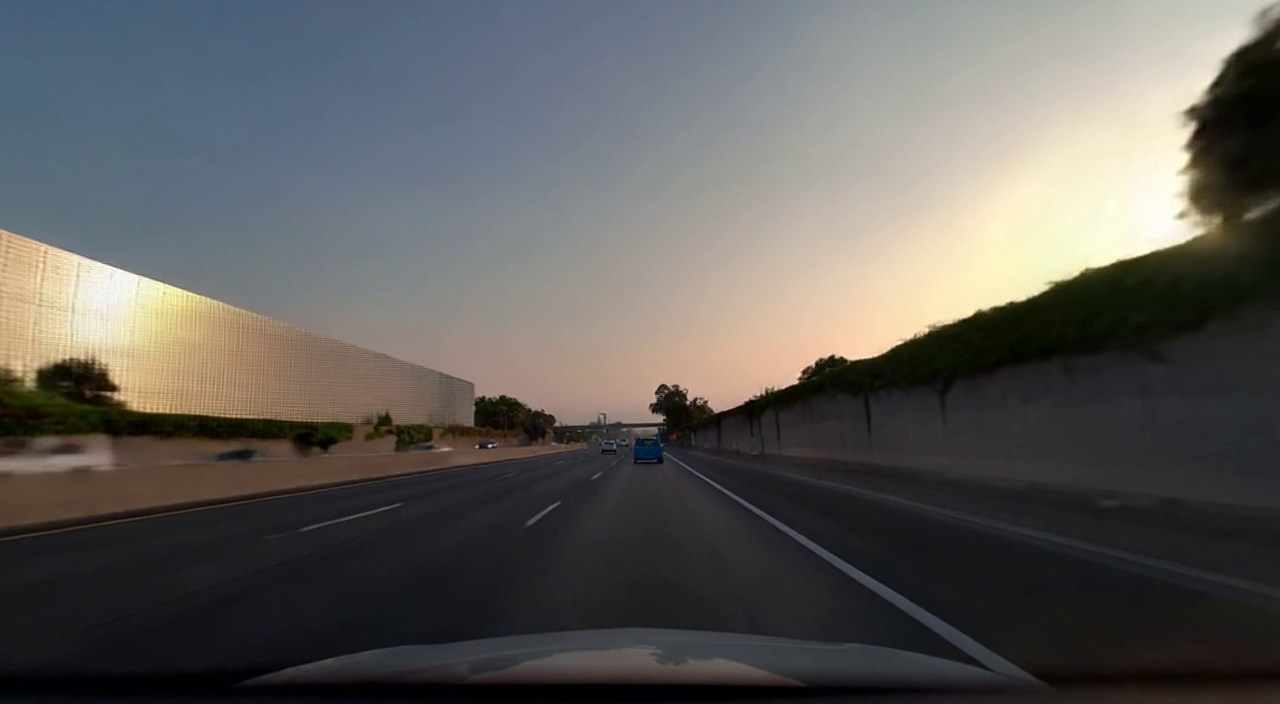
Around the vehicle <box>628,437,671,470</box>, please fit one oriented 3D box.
[{"bbox_3d":[0.459,4.952,30.846,1.997,1.484,3.409,0,-8,1],"label":"vehicle"}]
